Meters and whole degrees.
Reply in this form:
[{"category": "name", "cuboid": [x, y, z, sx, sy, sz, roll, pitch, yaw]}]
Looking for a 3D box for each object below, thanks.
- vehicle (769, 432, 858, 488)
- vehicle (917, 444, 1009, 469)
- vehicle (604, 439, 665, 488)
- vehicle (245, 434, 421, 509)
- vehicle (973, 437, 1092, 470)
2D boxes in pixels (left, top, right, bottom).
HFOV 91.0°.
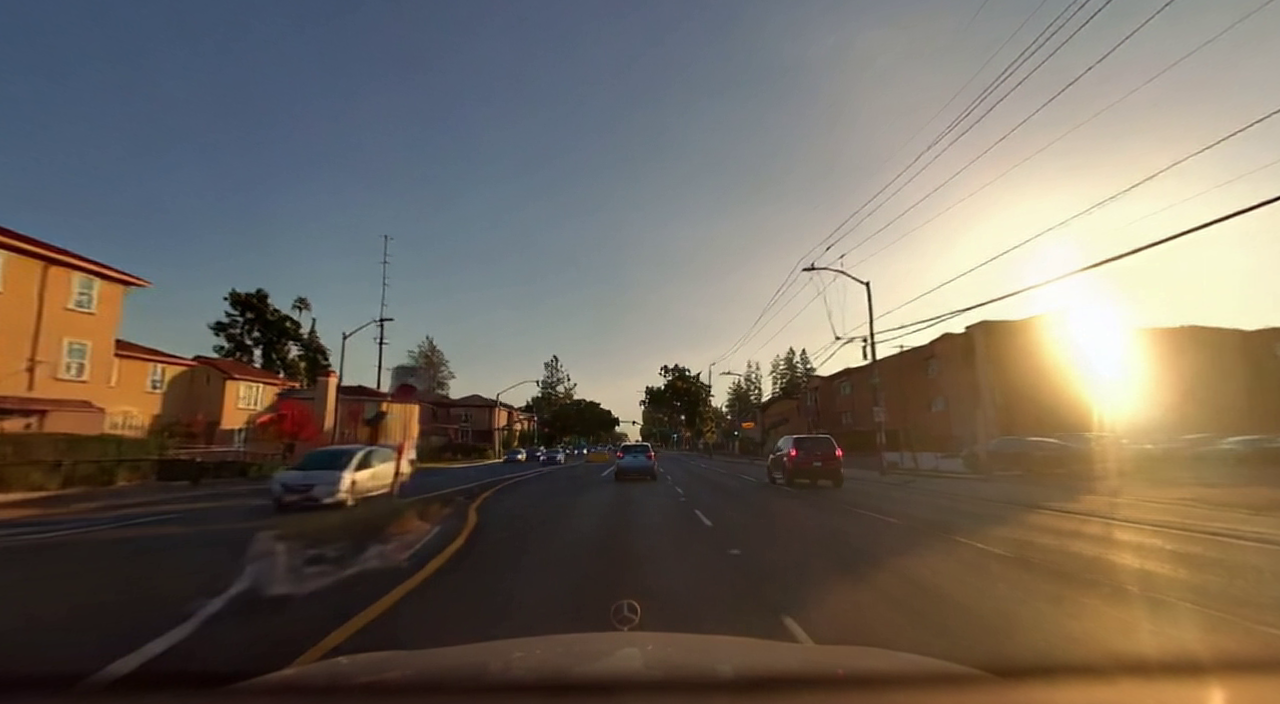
[{"category": "vehicle", "cuboid": [6.394, 4.025, 23.778, 2.061, 1.889, 4.268, 0, -9, -1]}, {"category": "vehicle", "cuboid": [18.519, 5.996, 36.233, 4.165, 1.386, 1.999, 0, -9, 0]}, {"category": "vehicle", "cuboid": [-0.206, 4.205, 24.098, 2.138, 1.702, 4.168, 0, -9, 0]}, {"category": "vehicle", "cuboid": [-8.066, 3.181, 17.273, 2.283, 1.715, 4.918, 0, -9, 1]}, {"category": "vehicle", "cuboid": [19.006, 4.941, 30.638, 4.415, 1.519, 1.907, 0, -9, 1]}]
